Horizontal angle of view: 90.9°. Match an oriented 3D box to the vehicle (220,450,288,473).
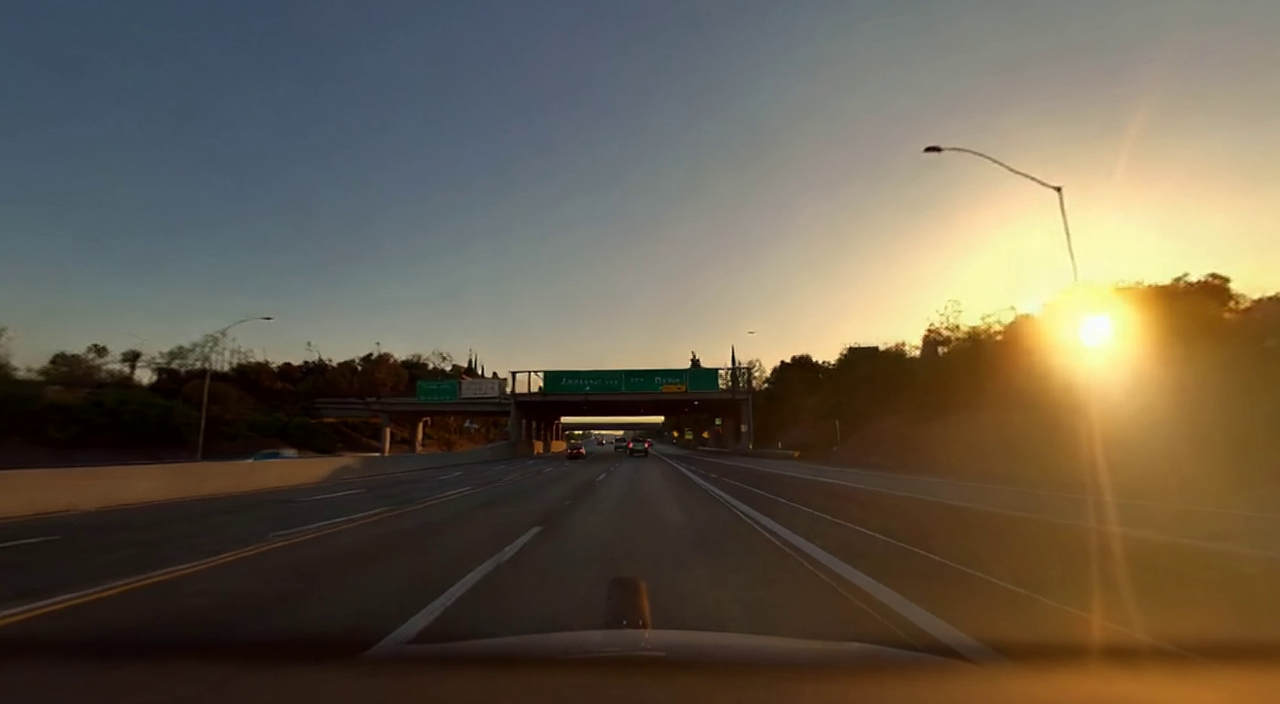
[{"bbox_3d":[-27.137,7.673,44.501,1.863,1.509,4.466,-1,-9,2],"label":"vehicle"}]
